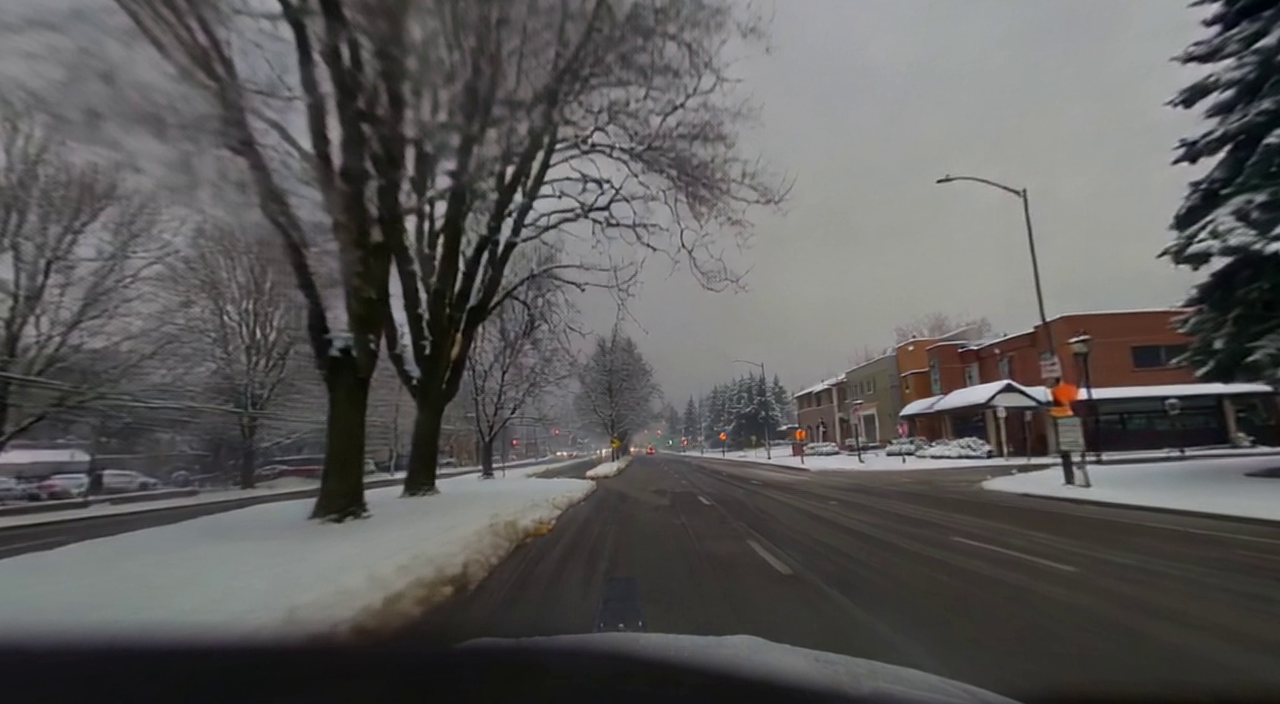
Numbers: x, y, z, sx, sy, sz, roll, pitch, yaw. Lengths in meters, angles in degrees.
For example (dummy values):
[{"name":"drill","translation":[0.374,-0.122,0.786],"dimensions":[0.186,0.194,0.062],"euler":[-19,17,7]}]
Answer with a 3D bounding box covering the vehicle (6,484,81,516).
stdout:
[{"name":"vehicle","translation":[-40.711,10.104,43.083],"dimensions":[3.731,1.455,1.697],"euler":[-10,-10,5]}]
